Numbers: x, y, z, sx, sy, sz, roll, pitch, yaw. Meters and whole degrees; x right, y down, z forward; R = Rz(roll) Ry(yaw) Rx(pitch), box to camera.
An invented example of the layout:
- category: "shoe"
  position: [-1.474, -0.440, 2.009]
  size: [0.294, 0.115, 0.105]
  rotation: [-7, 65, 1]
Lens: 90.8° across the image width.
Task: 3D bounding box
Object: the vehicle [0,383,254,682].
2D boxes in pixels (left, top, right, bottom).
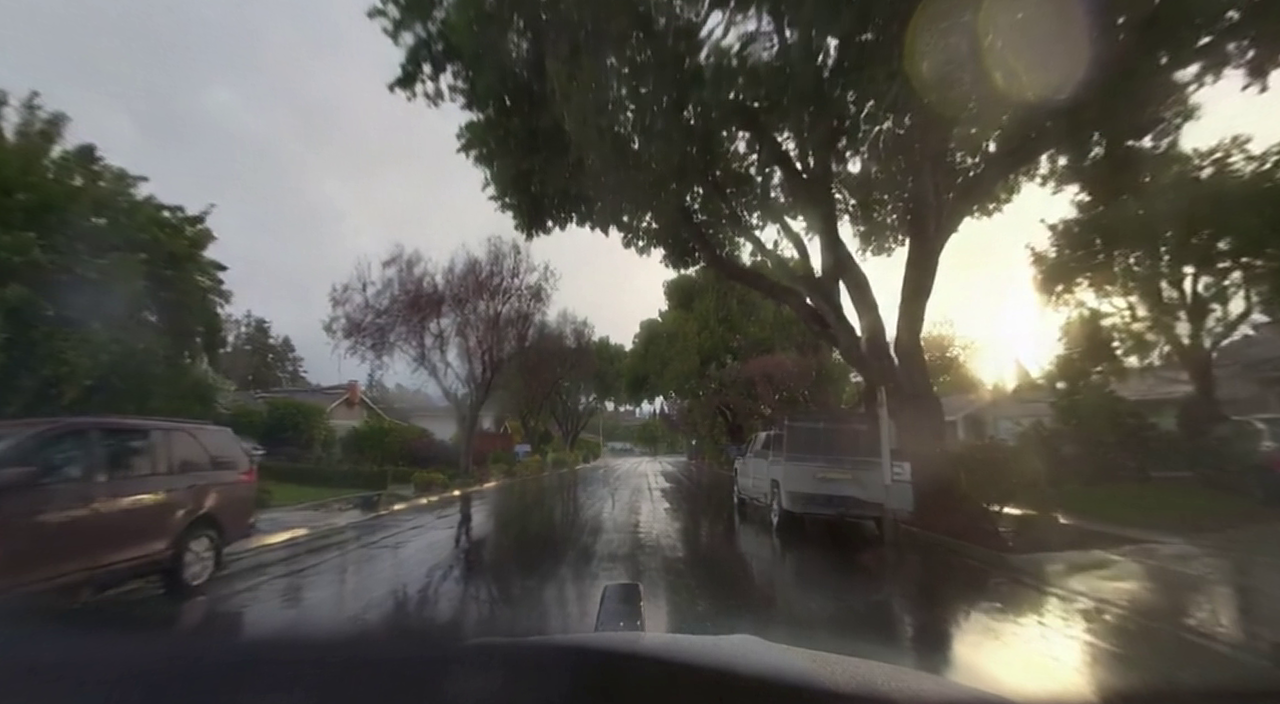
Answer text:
- category: "vehicle"
  position: [-5.039, 1.182, 4.300]
  size: [2.075, 1.837, 4.945]
  rotation: [0, -7, -6]

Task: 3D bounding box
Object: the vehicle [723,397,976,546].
- category: "vehicle"
  position: [3.622, 2.350, 13.221]
  size: [2.789, 2.206, 7.420]
  rotation: [0, -9, 0]
